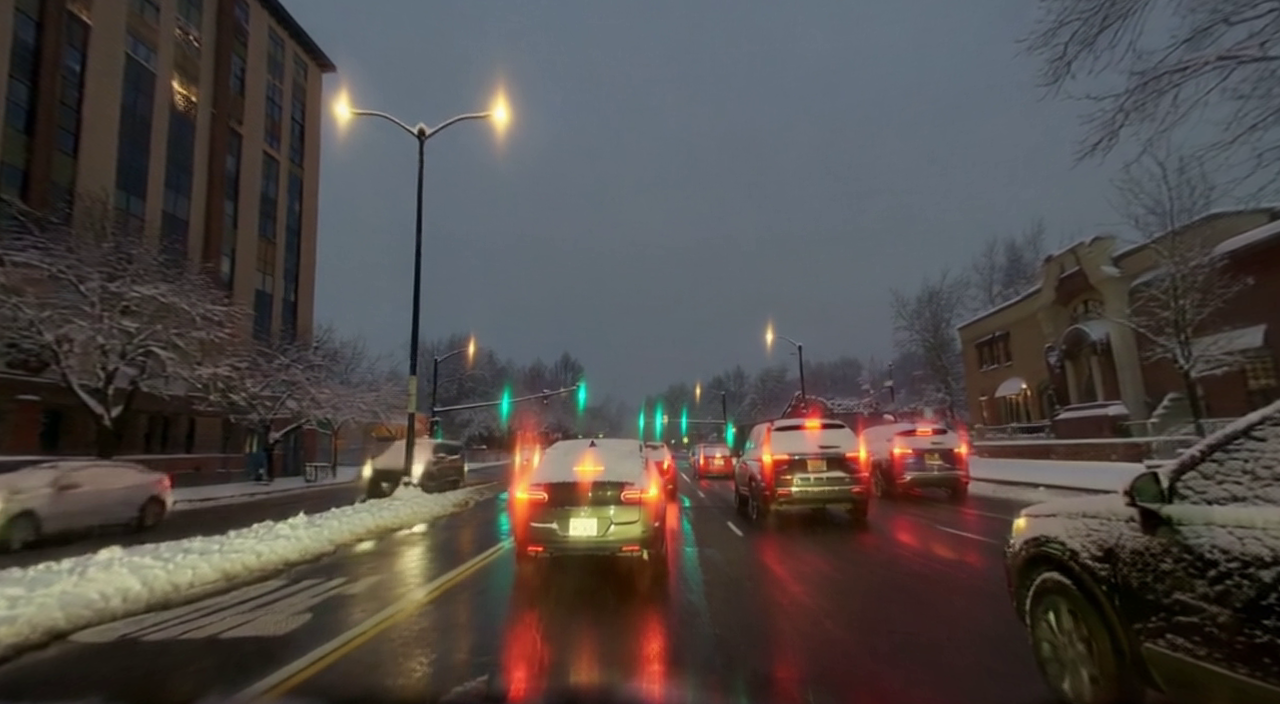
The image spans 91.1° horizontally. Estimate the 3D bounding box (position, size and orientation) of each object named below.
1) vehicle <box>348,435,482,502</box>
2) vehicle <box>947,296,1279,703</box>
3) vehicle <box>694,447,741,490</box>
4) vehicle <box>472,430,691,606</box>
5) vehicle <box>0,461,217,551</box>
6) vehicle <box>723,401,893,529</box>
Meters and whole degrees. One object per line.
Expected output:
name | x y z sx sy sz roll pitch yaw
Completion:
vehicle | -8.632 4.526 25.009 2.815 2.263 6.416 0 -9 1
vehicle | 3.159 0.809 2.165 1.982 1.960 4.427 0 -9 1
vehicle | 3.219 4.911 26.772 1.518 1.650 4.408 0 -9 1
vehicle | -0.536 1.912 8.147 2.111 1.676 4.018 0 -9 1
vehicle | -12.729 3.473 14.891 2.005 1.660 4.676 0 -9 1
vehicle | 3.658 2.643 15.213 2.516 2.481 5.766 0 -9 0
